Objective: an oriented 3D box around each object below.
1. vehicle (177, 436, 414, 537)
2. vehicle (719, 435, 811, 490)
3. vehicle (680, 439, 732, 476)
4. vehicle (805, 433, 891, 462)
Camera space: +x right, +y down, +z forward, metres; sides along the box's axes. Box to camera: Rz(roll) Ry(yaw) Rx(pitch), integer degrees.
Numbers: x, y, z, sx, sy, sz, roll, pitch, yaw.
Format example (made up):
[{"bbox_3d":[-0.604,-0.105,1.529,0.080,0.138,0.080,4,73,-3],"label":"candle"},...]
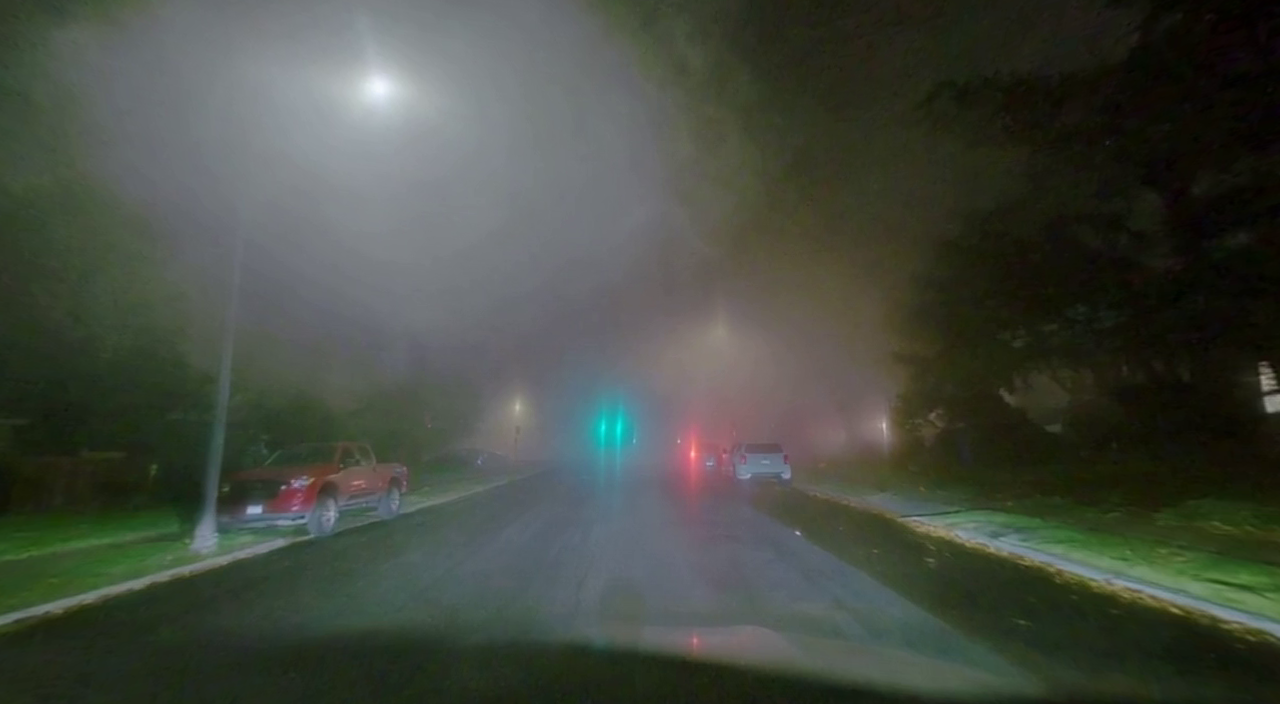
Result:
[{"bbox_3d":[-6.967,2.718,13.485,2.119,1.760,4.294,-2,-9,10],"label":"vehicle"},{"bbox_3d":[3.975,3.611,20.981,2.043,1.585,4.687,0,-8,-1],"label":"vehicle"},{"bbox_3d":[3.045,4.983,30.171,2.037,1.595,4.536,-1,-8,0],"label":"vehicle"},{"bbox_3d":[12.368,5.720,37.814,4.470,1.624,2.047,-1,-9,5],"label":"vehicle"}]
